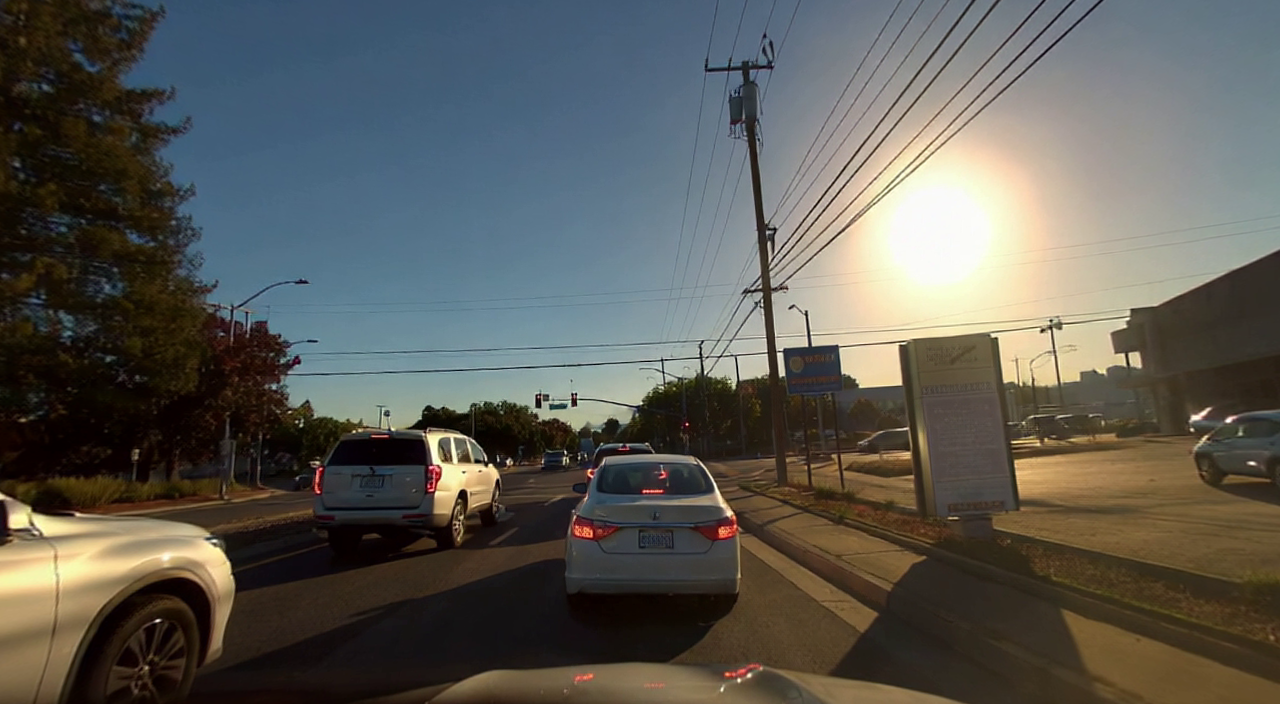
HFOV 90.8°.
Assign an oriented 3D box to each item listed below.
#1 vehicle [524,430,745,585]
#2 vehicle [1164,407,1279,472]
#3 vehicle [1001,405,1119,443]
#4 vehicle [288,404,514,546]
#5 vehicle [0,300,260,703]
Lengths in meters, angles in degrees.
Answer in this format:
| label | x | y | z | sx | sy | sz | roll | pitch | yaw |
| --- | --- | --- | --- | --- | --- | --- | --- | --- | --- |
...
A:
| label | x | y | z | sx | sy | sz | roll | pitch | yaw |
| --- | --- | --- | --- | --- | --- | --- | --- | --- | --- |
| vehicle | -0.099 | 1.801 | 8.146 | 2.121 | 1.474 | 3.968 | 0 | -8 | -1 |
| vehicle | 17.018 | 2.549 | 18.285 | 1.858 | 1.622 | 4.491 | -5 | -10 | 28 |
| vehicle | 26.833 | 4.643 | 40.518 | 5.782 | 2.286 | 2.223 | -1 | -9 | 4 |
| vehicle | -3.847 | 2.087 | 11.371 | 2.147 | 1.963 | 4.927 | 0 | -8 | 0 |
| vehicle | -3.588 | 0.633 | 1.533 | 2.085 | 1.943 | 5.053 | 0 | -8 | 1 |
